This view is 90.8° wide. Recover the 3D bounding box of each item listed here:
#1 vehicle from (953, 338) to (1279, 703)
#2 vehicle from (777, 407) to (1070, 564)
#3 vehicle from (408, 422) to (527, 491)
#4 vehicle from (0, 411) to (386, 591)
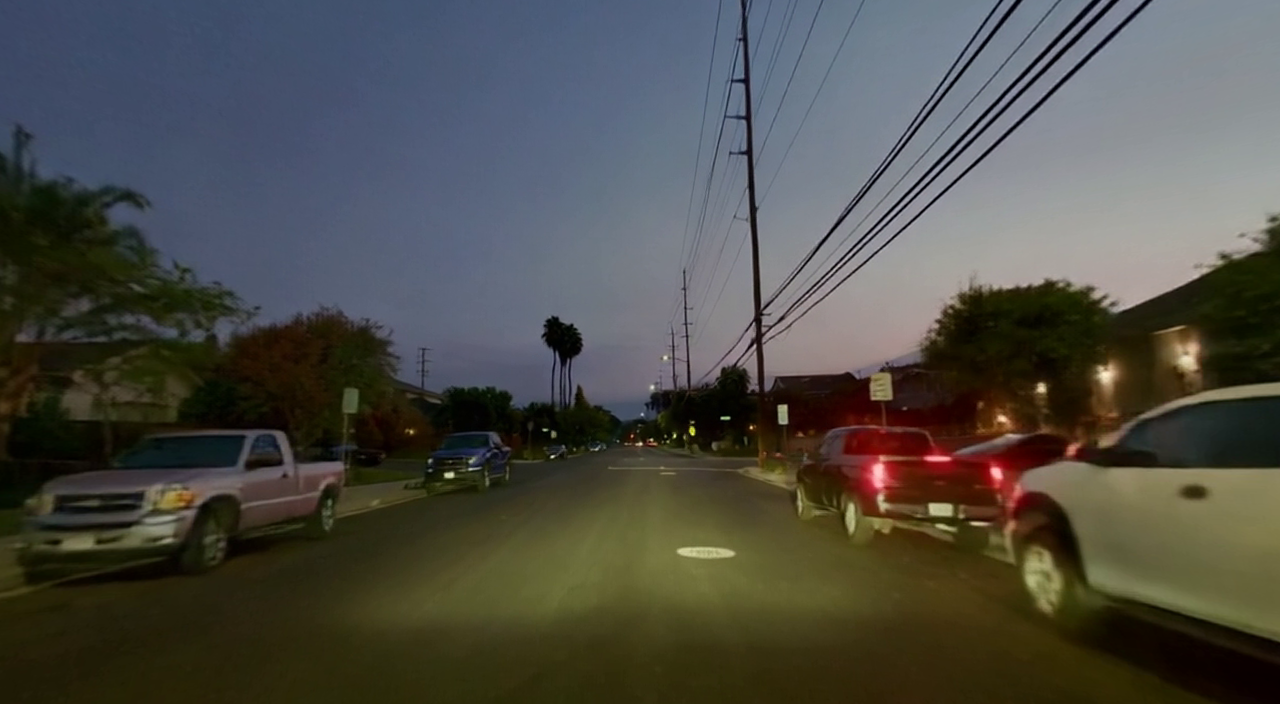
[{"bbox_3d":[3.551,0.878,2.795,1.979,1.762,4.621,0,-8,1],"label":"vehicle"},{"bbox_3d":[3.696,1.831,9.433,2.167,1.746,4.541,0,-8,-1],"label":"vehicle"},{"bbox_3d":[-5.724,3.576,22.065,2.455,2.045,6.171,0,-8,-1],"label":"vehicle"},{"bbox_3d":[-5.709,1.830,8.773,2.226,1.768,4.780,0,-8,2],"label":"vehicle"}]
